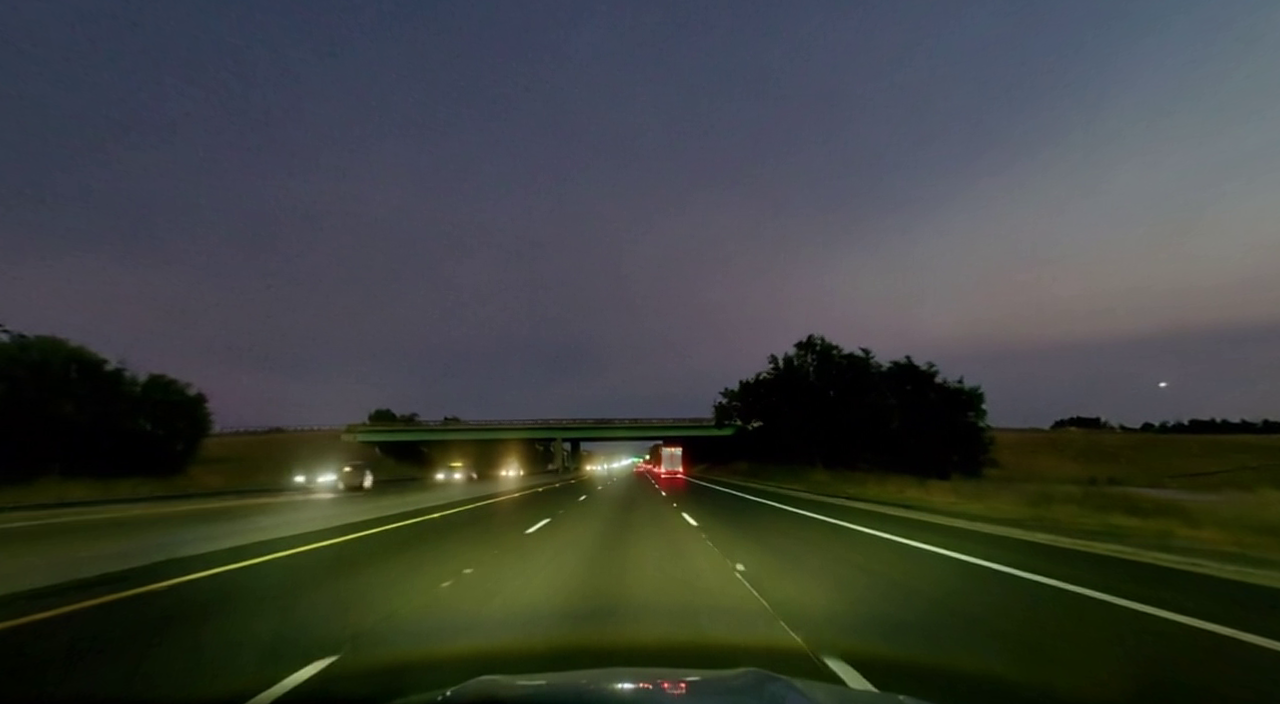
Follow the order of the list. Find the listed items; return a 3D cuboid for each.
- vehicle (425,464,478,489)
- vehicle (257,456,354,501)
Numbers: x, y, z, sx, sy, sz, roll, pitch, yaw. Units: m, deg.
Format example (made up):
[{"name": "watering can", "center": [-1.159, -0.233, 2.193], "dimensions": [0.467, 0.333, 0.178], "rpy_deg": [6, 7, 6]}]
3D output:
[{"name": "vehicle", "center": [-12.723, 8.442, 42.825], "dimensions": [2.034, 1.579, 4.707], "rpy_deg": [1, -10, 1]}, {"name": "vehicle", "center": [-16.181, 6.138, 30.829], "dimensions": [2.033, 1.979, 4.783], "rpy_deg": [1, -10, 0]}]
